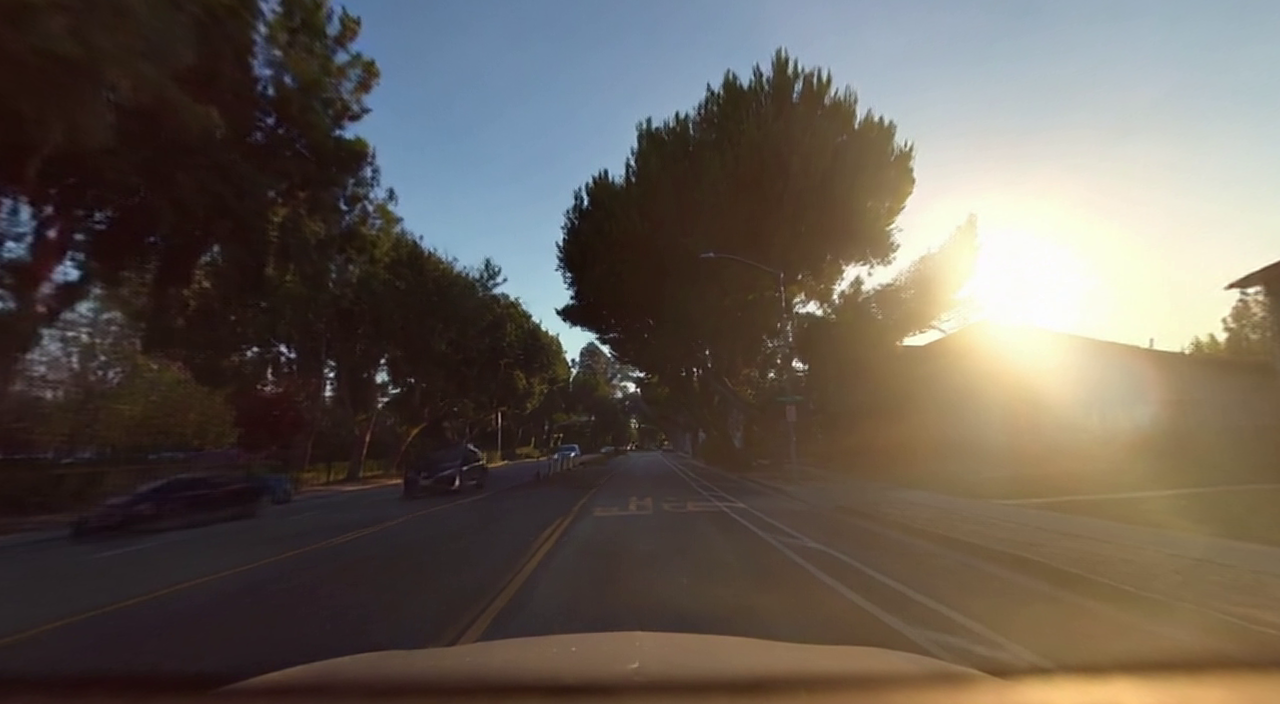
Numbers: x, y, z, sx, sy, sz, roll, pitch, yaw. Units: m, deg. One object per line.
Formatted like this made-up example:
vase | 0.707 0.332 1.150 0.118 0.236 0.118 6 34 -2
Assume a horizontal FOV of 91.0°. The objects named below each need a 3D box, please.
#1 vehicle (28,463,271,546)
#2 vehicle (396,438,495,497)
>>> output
vehicle | -10.527 3.257 14.064 1.865 1.441 4.422 0 -9 0
vehicle | -6.787 4.070 22.621 2.063 1.859 4.812 -1 -9 -1
